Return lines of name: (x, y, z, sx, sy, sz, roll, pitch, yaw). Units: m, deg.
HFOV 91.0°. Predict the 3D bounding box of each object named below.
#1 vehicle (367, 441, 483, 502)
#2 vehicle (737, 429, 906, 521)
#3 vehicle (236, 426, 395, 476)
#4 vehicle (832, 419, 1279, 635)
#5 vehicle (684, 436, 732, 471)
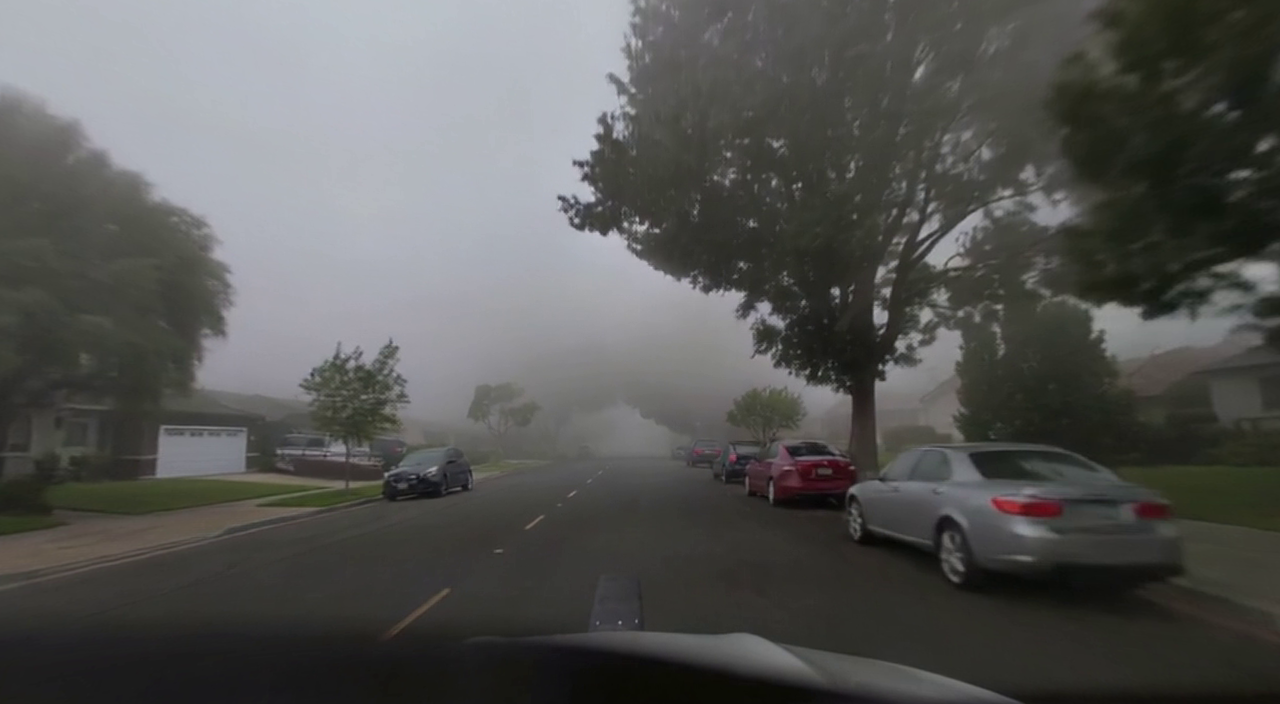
vehicle: (-6.372, 3.532, 19.281, 1.985, 1.497, 4.655, -2, -7, 0)
vehicle: (3.708, 2.610, 14.110, 2.157, 1.639, 5.297, 0, -8, -1)
vehicle: (-14.186, 4.348, 27.792, 5.681, 2.094, 2.344, 0, -8, 0)
vehicle: (3.819, 1.606, 6.951, 1.917, 1.569, 4.460, 0, -8, -1)
vehicle: (3.697, 5.607, 35.073, 2.039, 1.780, 4.884, 0, -8, -1)
